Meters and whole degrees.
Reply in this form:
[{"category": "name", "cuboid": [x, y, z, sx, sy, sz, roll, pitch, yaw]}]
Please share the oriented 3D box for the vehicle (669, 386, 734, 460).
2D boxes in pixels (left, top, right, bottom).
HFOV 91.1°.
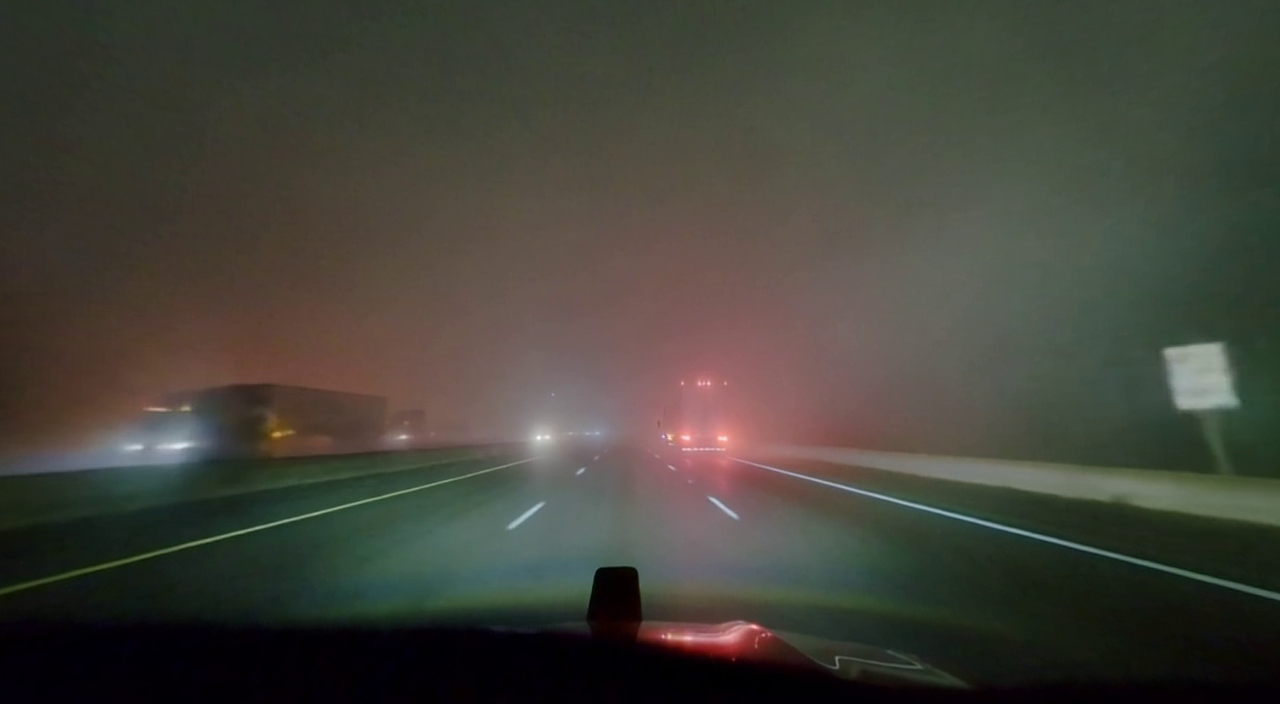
[{"category": "vehicle", "cuboid": [3.496, 4.374, 37.945, 2.859, 3.981, 8.596, 0, -8, -1]}]
